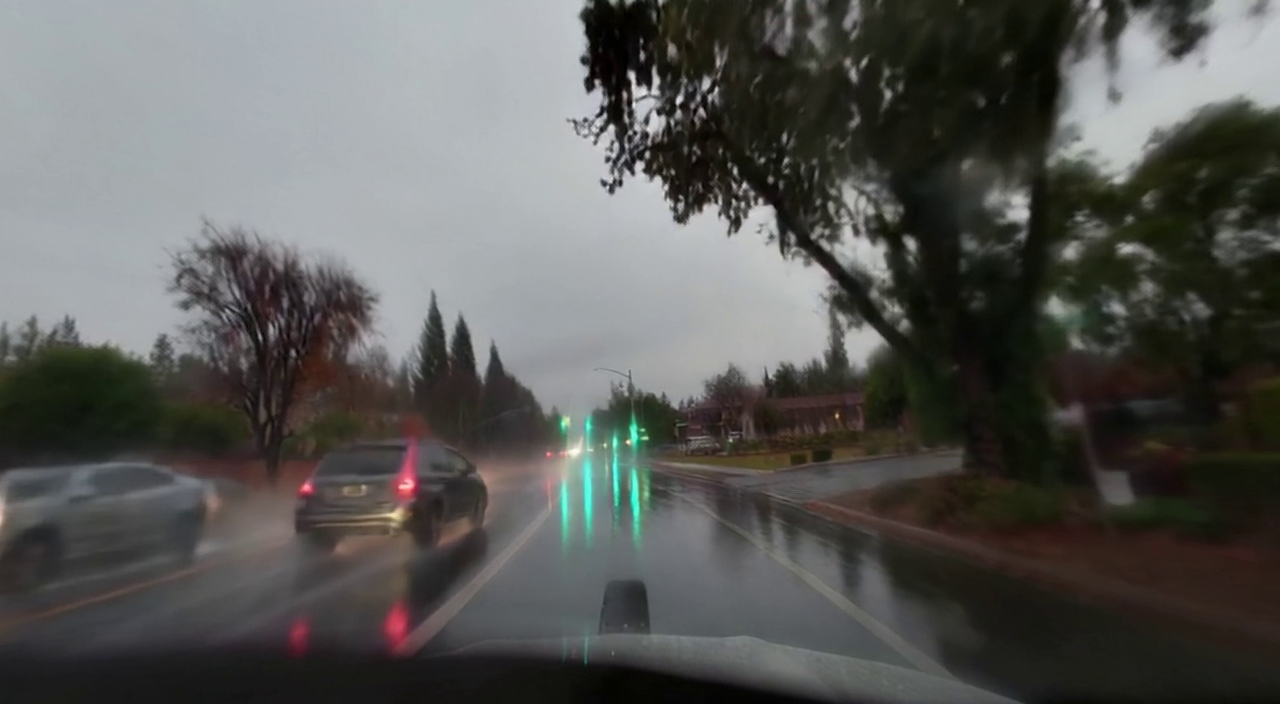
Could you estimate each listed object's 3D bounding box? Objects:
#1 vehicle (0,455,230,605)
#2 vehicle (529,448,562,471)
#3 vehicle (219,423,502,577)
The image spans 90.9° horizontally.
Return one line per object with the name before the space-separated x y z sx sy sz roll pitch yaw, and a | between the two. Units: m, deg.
vehicle | -7.679 2.122 8.127 1.915 1.486 4.349 0 -8 -2
vehicle | -6.883 7.885 46.355 2.060 1.530 4.121 1 -8 -4
vehicle | -3.652 2.010 9.482 2.084 1.701 4.734 0 -8 0
